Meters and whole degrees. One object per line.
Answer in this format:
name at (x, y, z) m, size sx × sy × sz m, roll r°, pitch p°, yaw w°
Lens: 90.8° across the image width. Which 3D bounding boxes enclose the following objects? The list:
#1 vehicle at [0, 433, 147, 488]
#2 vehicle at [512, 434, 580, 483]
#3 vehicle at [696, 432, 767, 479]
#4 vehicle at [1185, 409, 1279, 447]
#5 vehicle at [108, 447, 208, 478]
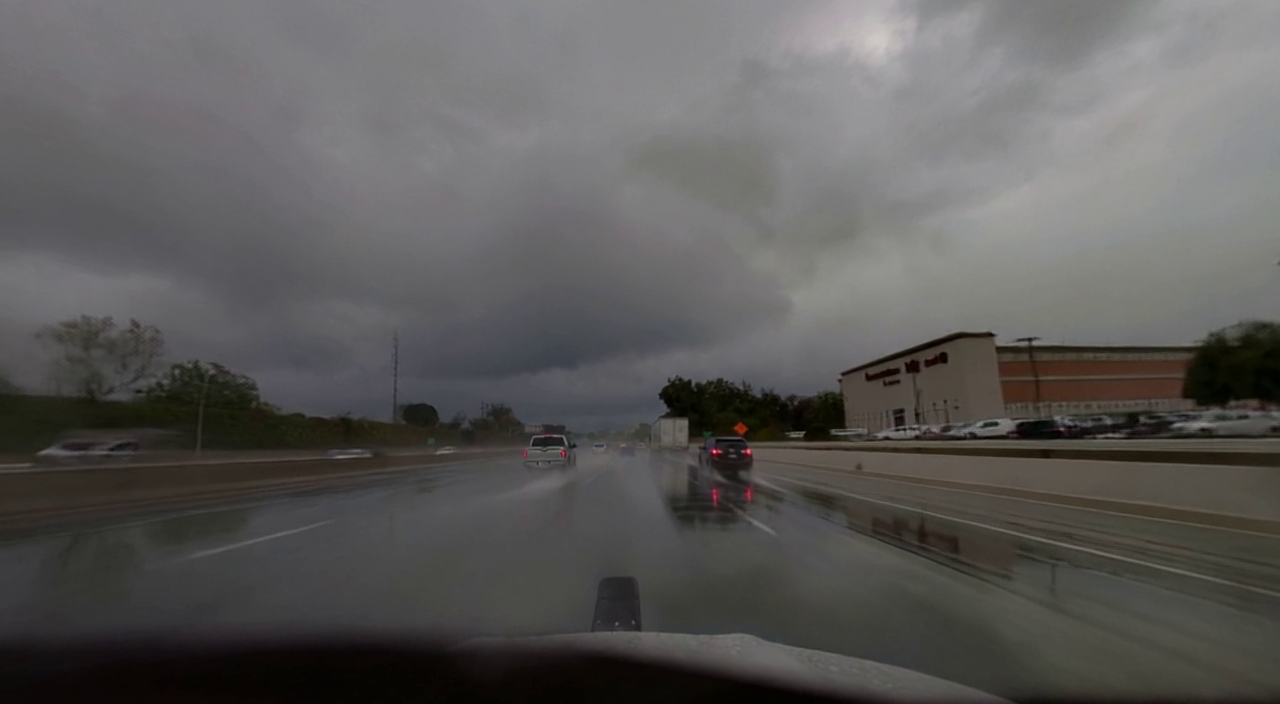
vehicle at (-18.571, 3.452, 20.421) m, size 1.854 × 1.562 × 4.280 m, roll 0°, pitch -8°, yaw -1°
vehicle at (-3.613, 4.204, 25.171) m, size 1.987 × 1.765 × 4.508 m, roll 0°, pitch -8°, yaw 0°
vehicle at (3.766, 4.356, 26.817) m, size 2.198 × 1.807 × 4.530 m, roll 0°, pitch -8°, yaw -2°
vehicle at (30.142, 3.751, 31.080) m, size 4.515 × 1.764 × 2.275 m, roll 0°, pitch -8°, yaw -2°
vehicle at (-25.308, 5.781, 33.408) m, size 1.793 × 1.503 × 4.509 m, roll 0°, pitch -8°, yaw -1°
